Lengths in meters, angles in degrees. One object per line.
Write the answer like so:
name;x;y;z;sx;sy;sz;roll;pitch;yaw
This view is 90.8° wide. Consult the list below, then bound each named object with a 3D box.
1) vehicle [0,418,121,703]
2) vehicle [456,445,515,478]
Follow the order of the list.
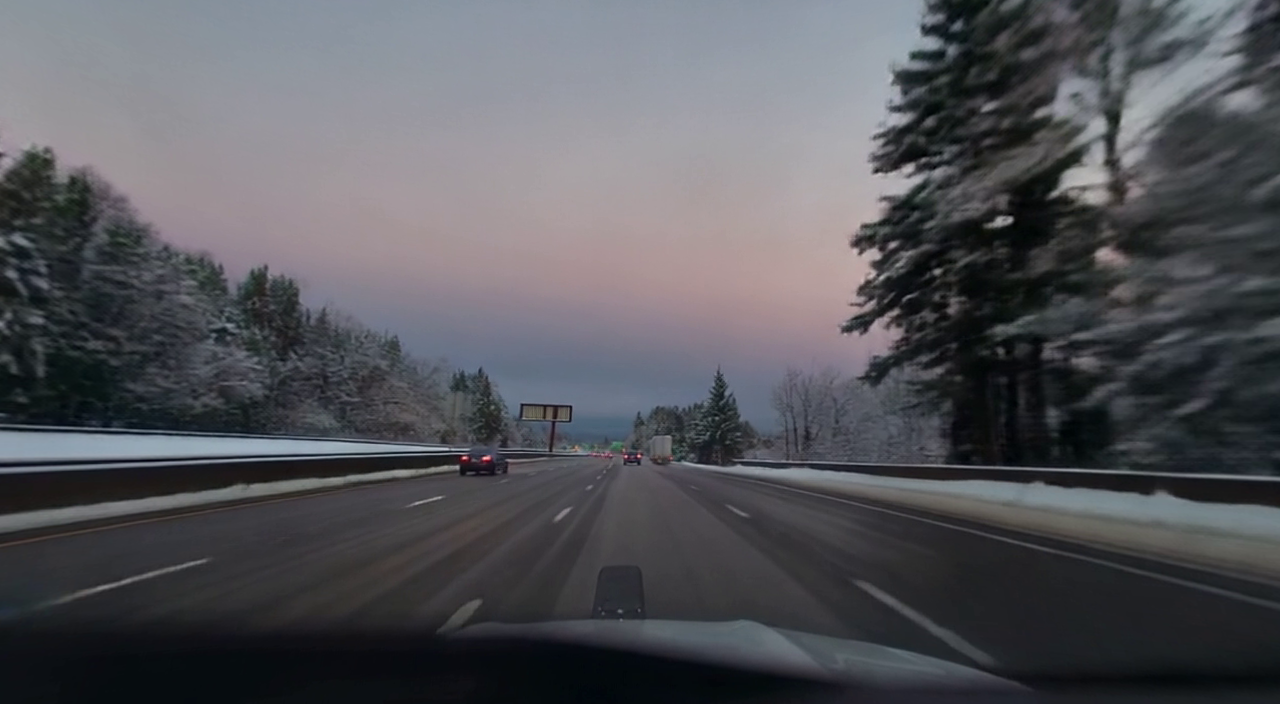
vehicle;-4.198;0.852;1.582;2.090;1.487;4.276;0;-9;1
vehicle;-7.458;5.307;30.804;1.915;1.479;3.843;0;-9;0
